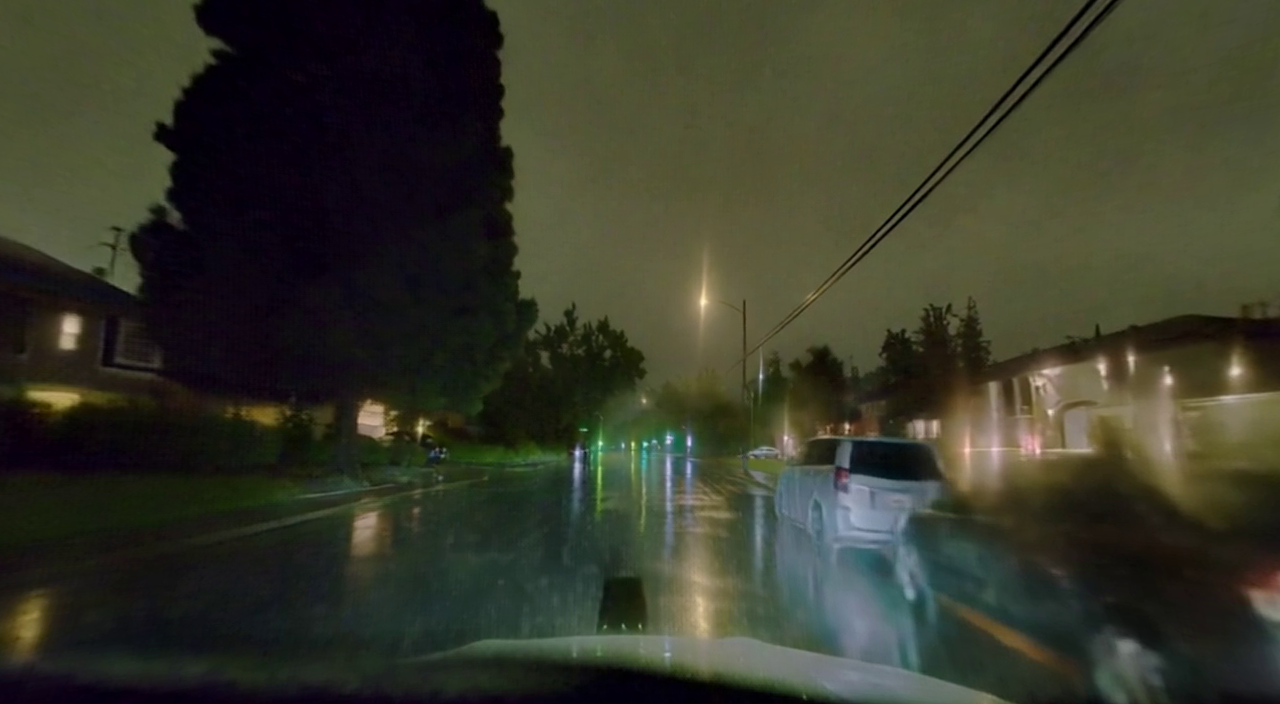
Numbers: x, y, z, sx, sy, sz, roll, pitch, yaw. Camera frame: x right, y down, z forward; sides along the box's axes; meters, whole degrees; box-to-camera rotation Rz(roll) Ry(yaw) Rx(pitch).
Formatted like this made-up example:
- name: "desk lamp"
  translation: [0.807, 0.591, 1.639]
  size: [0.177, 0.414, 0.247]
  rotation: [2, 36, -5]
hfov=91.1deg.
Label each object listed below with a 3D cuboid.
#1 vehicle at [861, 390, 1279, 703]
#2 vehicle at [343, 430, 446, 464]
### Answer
- name: "vehicle"
  translation: [3.077, 1.207, 3.802]
  size: [1.976, 1.552, 4.442]
  rotation: [1, -9, 2]
- name: "vehicle"
  translation: [-13.884, 5.428, 35.795]
  size: [4.928, 1.844, 2.163]
  rotation: [0, -9, -3]
